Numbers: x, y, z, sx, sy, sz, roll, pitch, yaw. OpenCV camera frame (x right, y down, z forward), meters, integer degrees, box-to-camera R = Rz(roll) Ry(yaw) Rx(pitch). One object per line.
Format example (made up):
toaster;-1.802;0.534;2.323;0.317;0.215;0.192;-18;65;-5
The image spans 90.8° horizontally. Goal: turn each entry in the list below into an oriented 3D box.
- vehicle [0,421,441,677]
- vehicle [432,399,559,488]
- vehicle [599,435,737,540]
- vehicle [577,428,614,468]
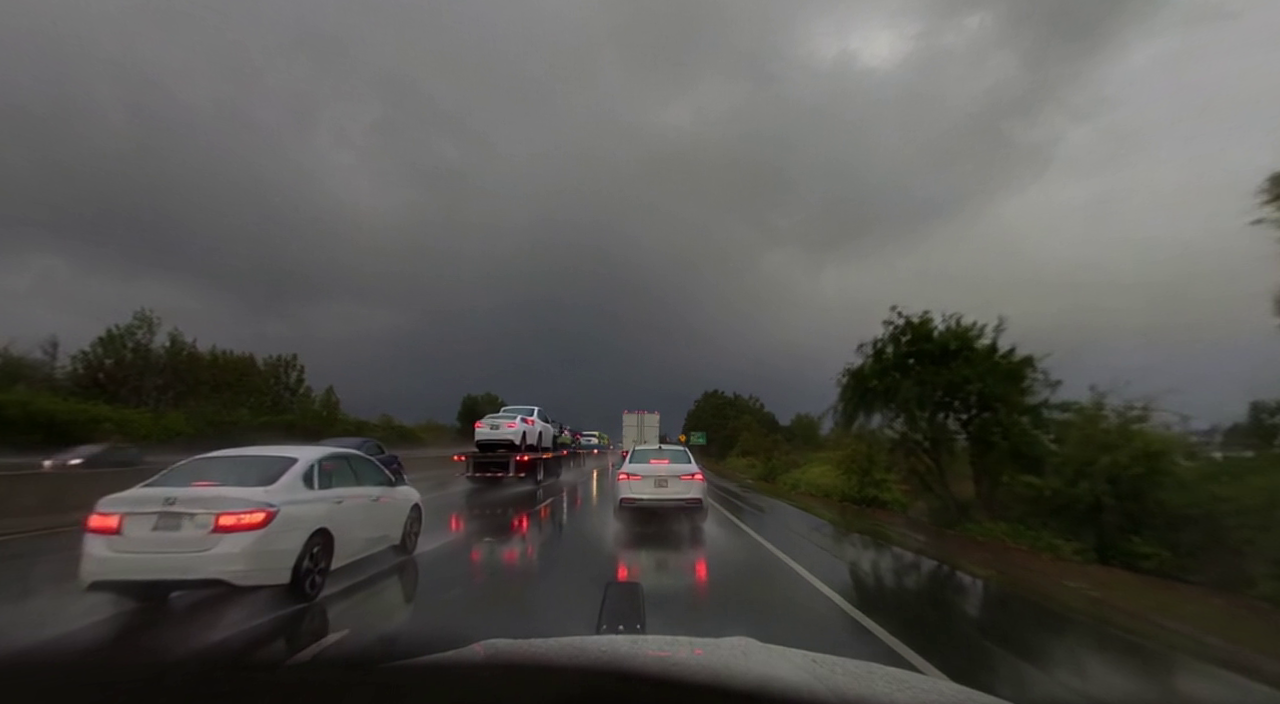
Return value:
vehicle;-3.660;1.499;6.002;1.947;1.470;4.526;0;-9;2
vehicle;-2.878;1.980;13.541;2.031;1.594;4.103;1;-9;-4
vehicle;0.408;2.240;10.928;1.991;1.507;3.391;0;-9;0
vehicle;-3.218;7.149;46.885;2.289;2.710;6.726;0;-9;0
